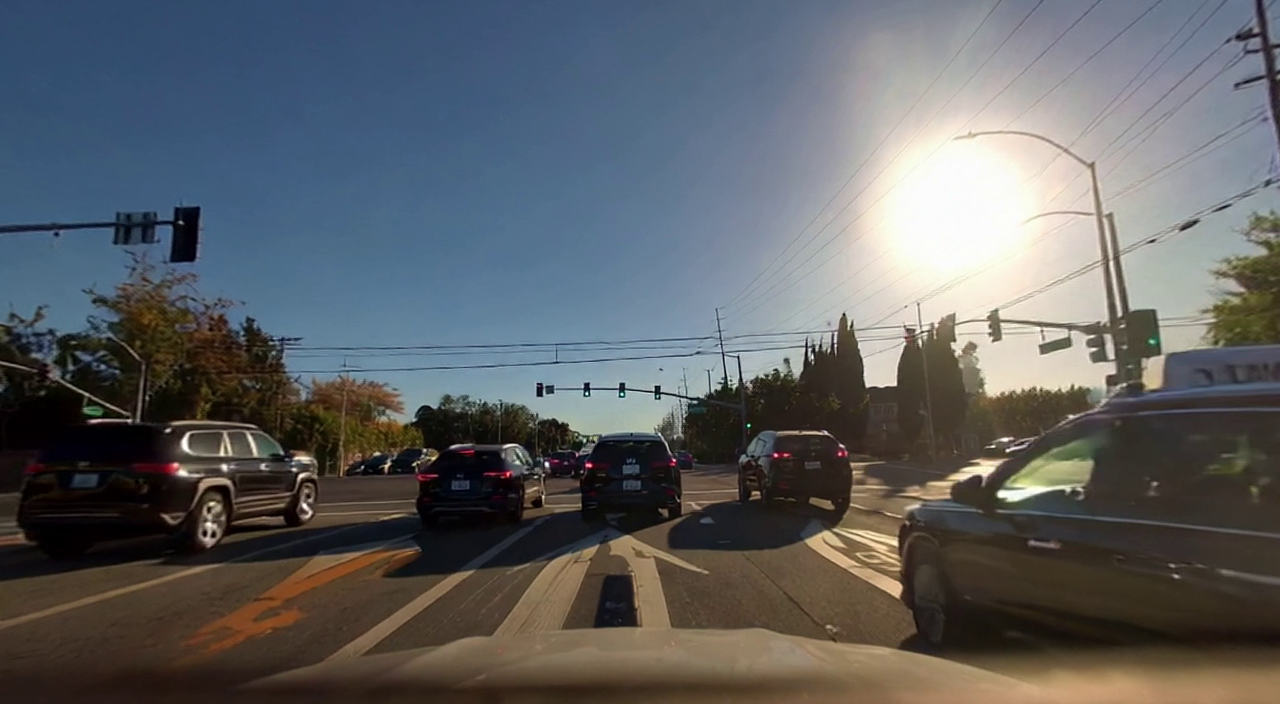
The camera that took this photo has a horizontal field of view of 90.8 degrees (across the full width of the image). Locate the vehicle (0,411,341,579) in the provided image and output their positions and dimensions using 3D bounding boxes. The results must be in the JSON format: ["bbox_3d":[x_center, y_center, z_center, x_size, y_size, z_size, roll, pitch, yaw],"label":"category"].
[{"bbox_3d":[-6.585,1.909,9.265,2.116,1.812,4.609,0,-9,0],"label":"vehicle"}]

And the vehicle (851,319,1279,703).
[{"bbox_3d":[2.766,0.926,2.895,2.034,1.655,4.465,0,-9,0],"label":"vehicle"}]

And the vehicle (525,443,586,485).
[{"bbox_3d":[-3.538,4.776,27.275,1.939,1.652,4.268,0,-9,1],"label":"vehicle"}]

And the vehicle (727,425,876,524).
[{"bbox_3d":[3.286,2.598,13.942,1.999,1.789,4.583,0,-9,-1],"label":"vehicle"}]

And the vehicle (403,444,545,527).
[{"bbox_3d":[-3.325,2.748,13.664,1.881,1.466,4.484,0,-9,-1],"label":"vehicle"}]

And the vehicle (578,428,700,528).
[{"bbox_3d":[-0.024,2.502,13.077,2.111,1.712,4.078,0,-9,0],"label":"vehicle"}]
